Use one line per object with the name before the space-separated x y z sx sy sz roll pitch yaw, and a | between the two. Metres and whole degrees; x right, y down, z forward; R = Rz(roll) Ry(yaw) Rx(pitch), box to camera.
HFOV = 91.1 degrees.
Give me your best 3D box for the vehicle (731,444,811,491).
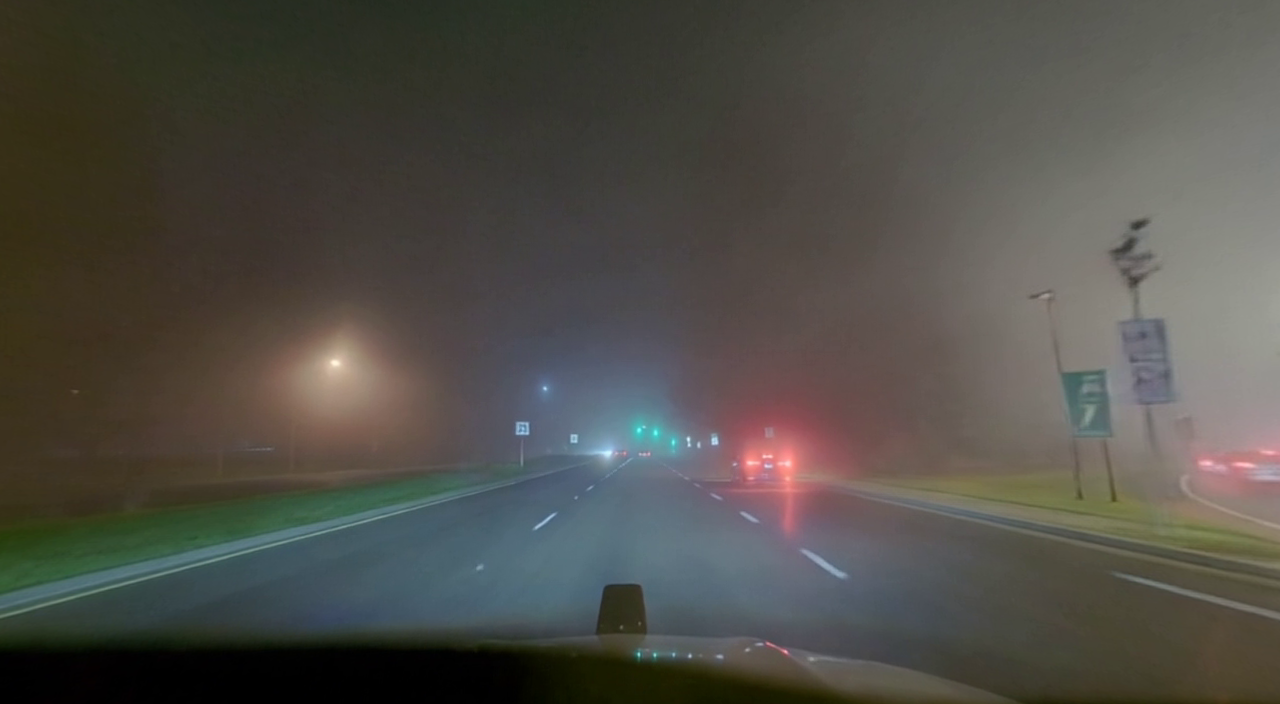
vehicle | 4.628 4.131 22.836 1.913 1.516 4.322 0 -8 0
